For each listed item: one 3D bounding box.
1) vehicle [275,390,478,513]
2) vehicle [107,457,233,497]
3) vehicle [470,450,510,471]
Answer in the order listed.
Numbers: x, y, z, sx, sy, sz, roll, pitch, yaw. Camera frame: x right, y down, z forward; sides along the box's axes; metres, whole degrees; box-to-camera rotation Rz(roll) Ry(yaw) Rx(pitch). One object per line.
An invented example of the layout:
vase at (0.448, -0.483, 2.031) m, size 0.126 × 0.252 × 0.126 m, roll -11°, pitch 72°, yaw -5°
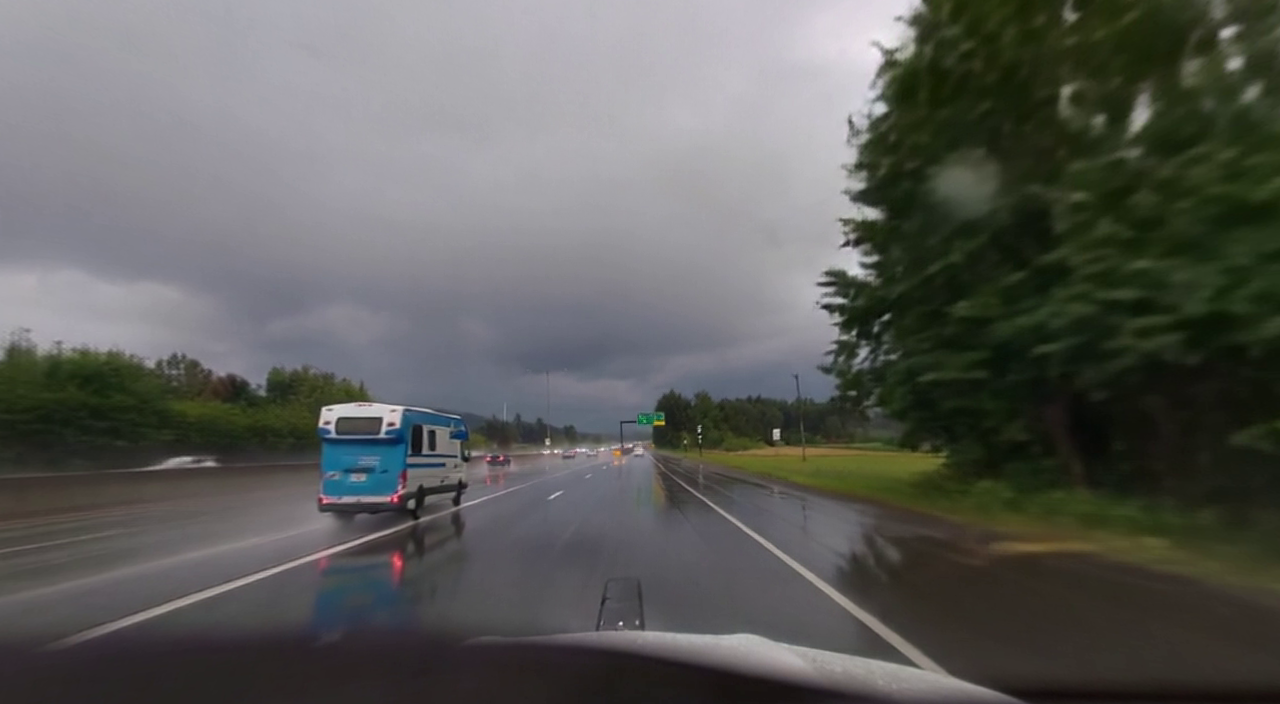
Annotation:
vehicle at (-7.320, 2.946, 18.988) m, size 2.747 × 2.934 × 7.411 m, roll 0°, pitch -8°, yaw 1°
vehicle at (-19.673, 5.233, 26.722) m, size 1.850 × 1.450 × 4.544 m, roll 0°, pitch -8°, yaw 0°
vehicle at (-11.443, 8.249, 48.313) m, size 1.981 × 1.503 × 4.207 m, roll 0°, pitch -8°, yaw 0°
